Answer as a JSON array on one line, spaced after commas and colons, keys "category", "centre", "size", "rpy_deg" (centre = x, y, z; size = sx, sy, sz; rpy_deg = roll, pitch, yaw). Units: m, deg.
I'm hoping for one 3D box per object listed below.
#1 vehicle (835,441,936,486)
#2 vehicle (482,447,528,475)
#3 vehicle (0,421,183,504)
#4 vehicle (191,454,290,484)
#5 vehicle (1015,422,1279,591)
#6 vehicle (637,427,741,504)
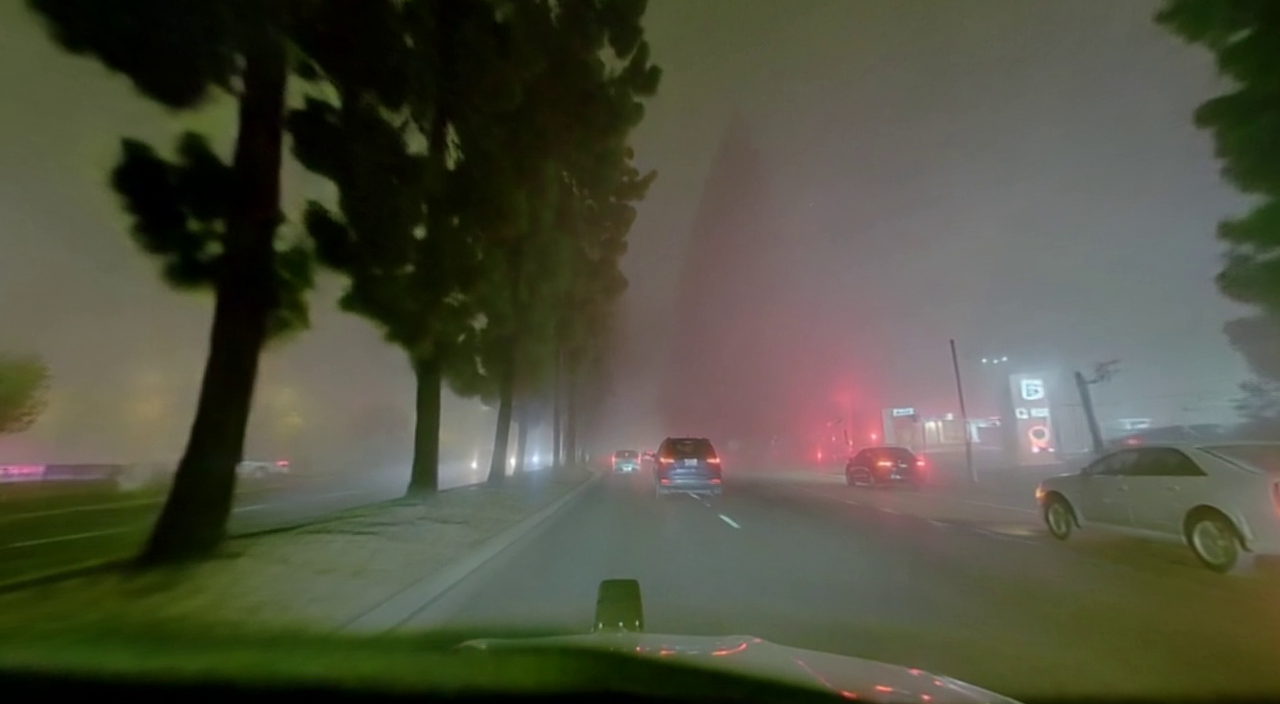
[{"category": "vehicle", "centre": [9.103, 4.153, 23.861], "size": [1.894, 1.517, 4.419], "rpy_deg": [0, -9, -2]}, {"category": "vehicle", "centre": [-8.902, 7.200, 42.048], "size": [2.196, 1.717, 4.453], "rpy_deg": [0, -9, -1]}, {"category": "vehicle", "centre": [-26.343, 5.063, 28.841], "size": [8.231, 3.396, 3.340], "rpy_deg": [-1, -10, 1]}, {"category": "vehicle", "centre": [-28.403, 8.298, 44.934], "size": [5.966, 1.957, 2.305], "rpy_deg": [-3, -9, 13]}, {"category": "vehicle", "centre": [6.632, 1.612, 7.196], "size": [1.994, 1.488, 4.313], "rpy_deg": [0, -9, -1]}, {"category": "vehicle", "centre": [1.210, 3.180, 18.082], "size": [2.300, 1.870, 4.936], "rpy_deg": [0, -9, -3]}]
